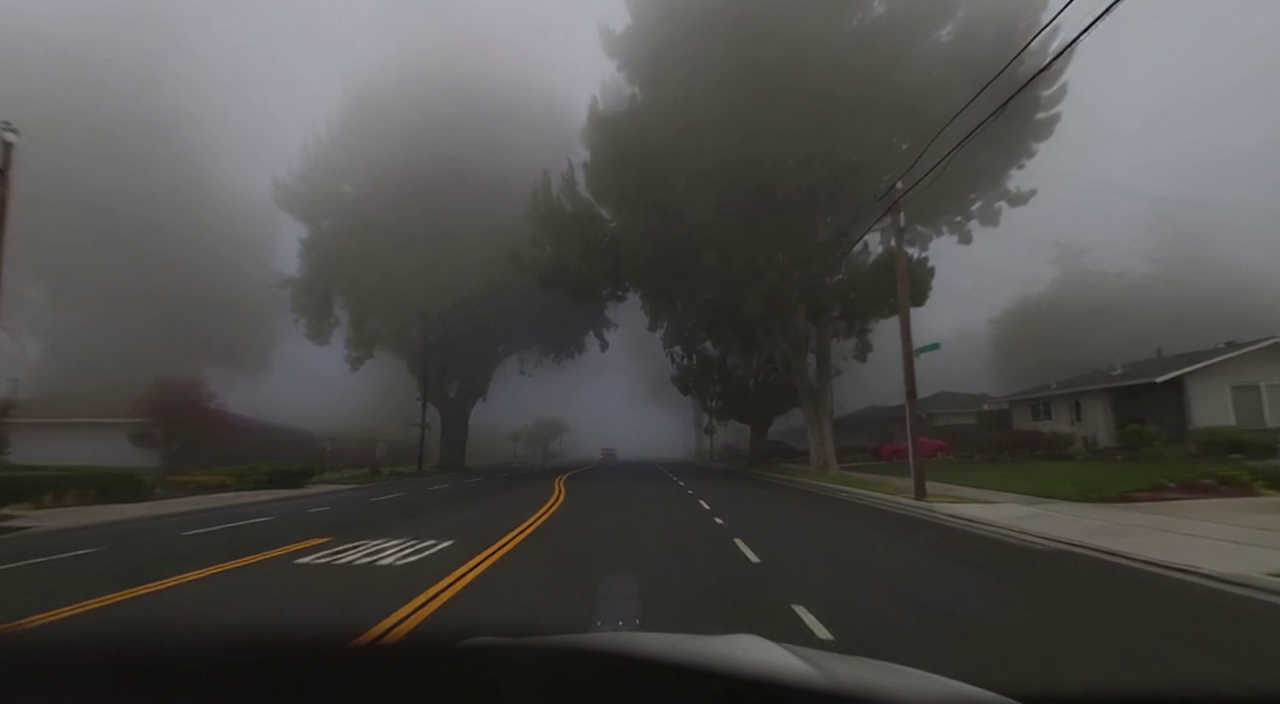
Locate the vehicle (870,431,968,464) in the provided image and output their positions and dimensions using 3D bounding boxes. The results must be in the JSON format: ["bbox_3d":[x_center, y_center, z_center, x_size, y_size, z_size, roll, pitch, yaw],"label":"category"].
[{"bbox_3d":[15.695,5.385,35.699,4.548,1.535,1.882,-4,-9,3],"label":"vehicle"}]

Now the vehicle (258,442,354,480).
[{"bbox_3d":[-18.042,5.880,34.490,2.161,1.873,5.514,0,-8,1],"label":"vehicle"}]
